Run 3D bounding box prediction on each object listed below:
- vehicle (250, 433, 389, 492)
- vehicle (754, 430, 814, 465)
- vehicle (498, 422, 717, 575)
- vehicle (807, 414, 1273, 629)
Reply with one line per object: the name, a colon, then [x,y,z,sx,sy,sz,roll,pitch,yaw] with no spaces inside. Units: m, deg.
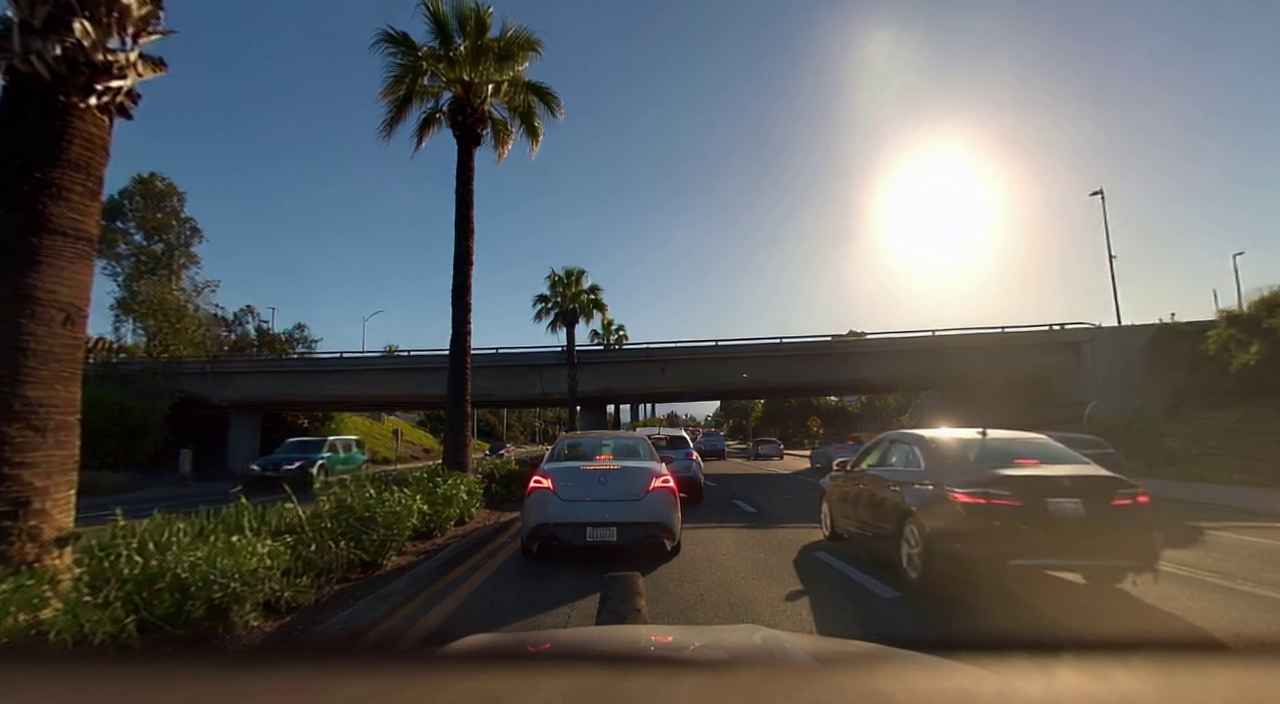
vehicle: [-12.262,4.266,24.652,2.386,1.943,5.700,-2,-9,1]
vehicle: [8.076,5.411,35.651,2.242,1.817,4.837,0,-9,0]
vehicle: [-0.267,1.758,8.311,2.172,1.506,4.018,0,-9,2]
vehicle: [3.500,1.570,6.959,2.034,1.517,4.840,0,-9,1]
